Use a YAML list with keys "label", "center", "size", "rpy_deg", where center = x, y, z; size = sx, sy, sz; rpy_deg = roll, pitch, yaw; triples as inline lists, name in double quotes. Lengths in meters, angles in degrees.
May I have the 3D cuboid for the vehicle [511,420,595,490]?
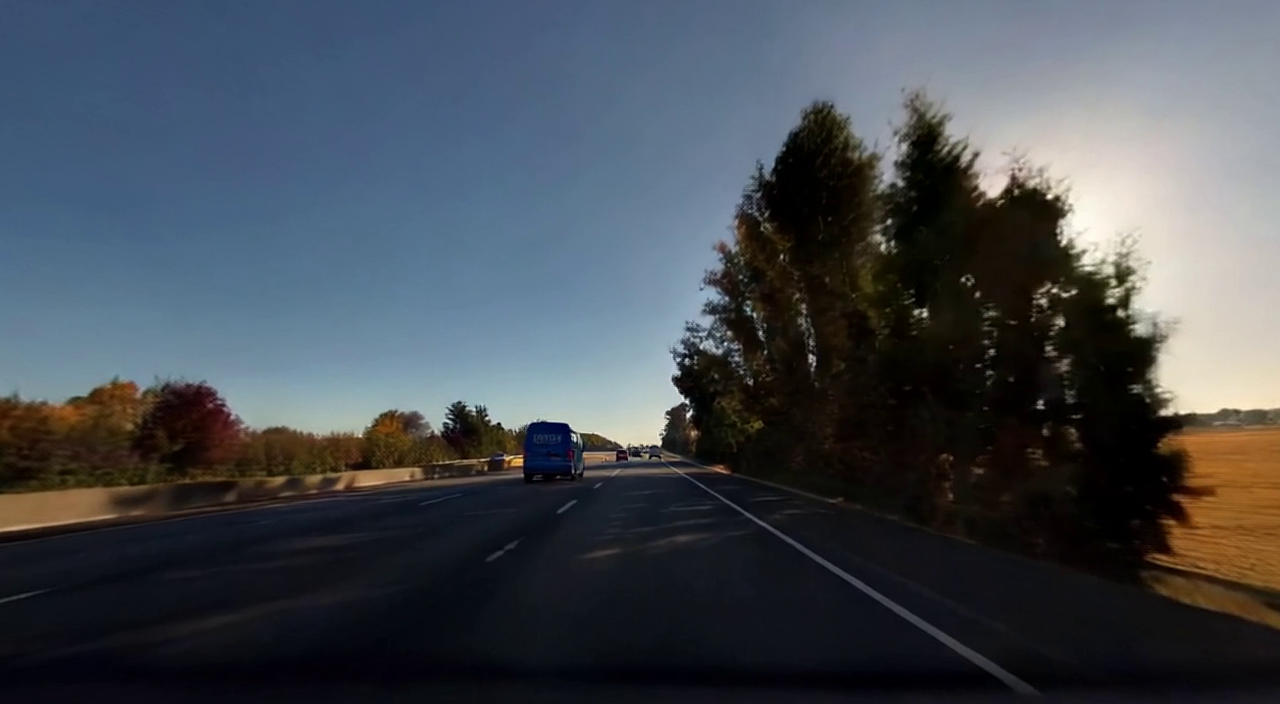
- label: "vehicle"
  center: [-3.154, 3.923, 24.182]
  size: [2.360, 2.367, 5.223]
  rpy_deg: [0, -9, 1]
